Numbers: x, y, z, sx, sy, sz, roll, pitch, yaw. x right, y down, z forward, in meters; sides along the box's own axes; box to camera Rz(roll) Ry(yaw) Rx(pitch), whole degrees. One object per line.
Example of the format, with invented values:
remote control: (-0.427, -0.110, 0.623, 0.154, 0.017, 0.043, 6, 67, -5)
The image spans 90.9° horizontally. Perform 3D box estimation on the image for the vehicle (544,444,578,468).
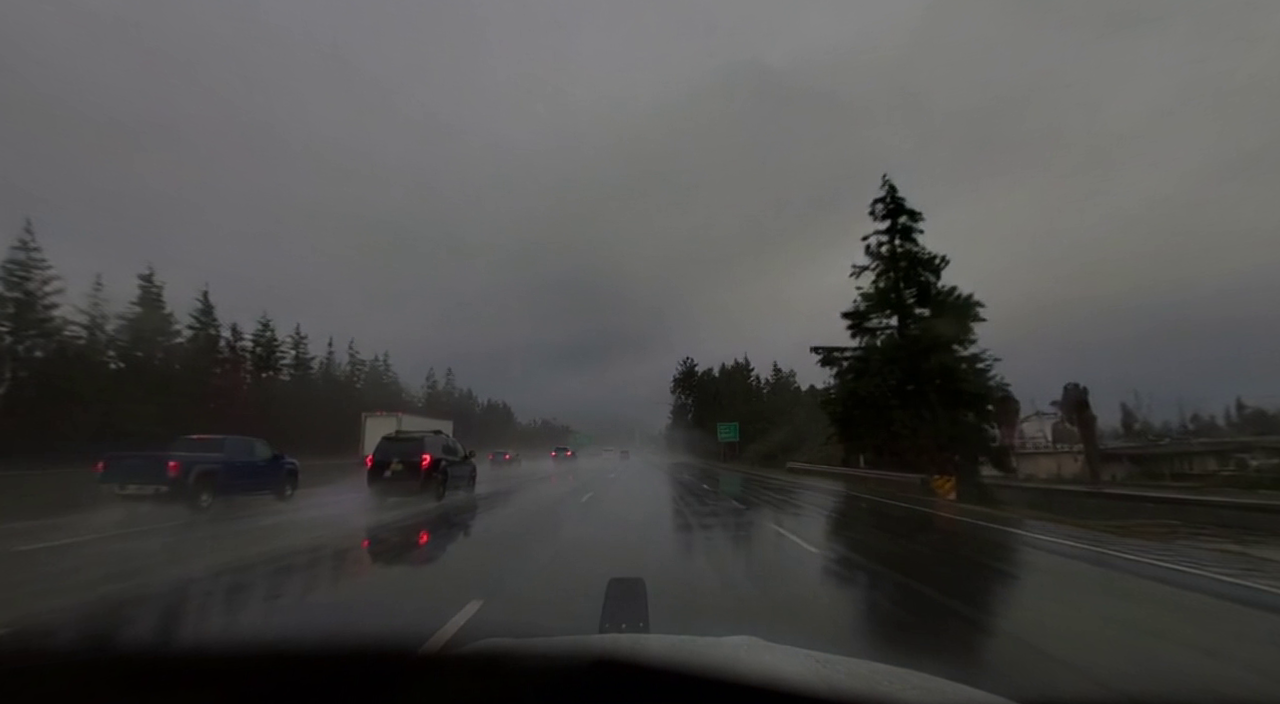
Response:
vehicle: (-6.042, 7.961, 48.631, 2.009, 1.735, 4.358, 0, -8, 0)

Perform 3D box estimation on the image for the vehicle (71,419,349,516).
vehicle: (-10.060, 2.754, 15.743, 2.576, 1.922, 6.067, 0, -8, 1)

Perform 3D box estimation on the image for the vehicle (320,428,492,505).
vehicle: (-6.212, 3.141, 17.904, 2.403, 1.773, 6.276, 0, -8, 1)

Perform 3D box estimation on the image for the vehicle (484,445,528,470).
vehicle: (-9.528, 7.524, 45.232, 2.060, 1.662, 4.469, 0, -8, 2)
